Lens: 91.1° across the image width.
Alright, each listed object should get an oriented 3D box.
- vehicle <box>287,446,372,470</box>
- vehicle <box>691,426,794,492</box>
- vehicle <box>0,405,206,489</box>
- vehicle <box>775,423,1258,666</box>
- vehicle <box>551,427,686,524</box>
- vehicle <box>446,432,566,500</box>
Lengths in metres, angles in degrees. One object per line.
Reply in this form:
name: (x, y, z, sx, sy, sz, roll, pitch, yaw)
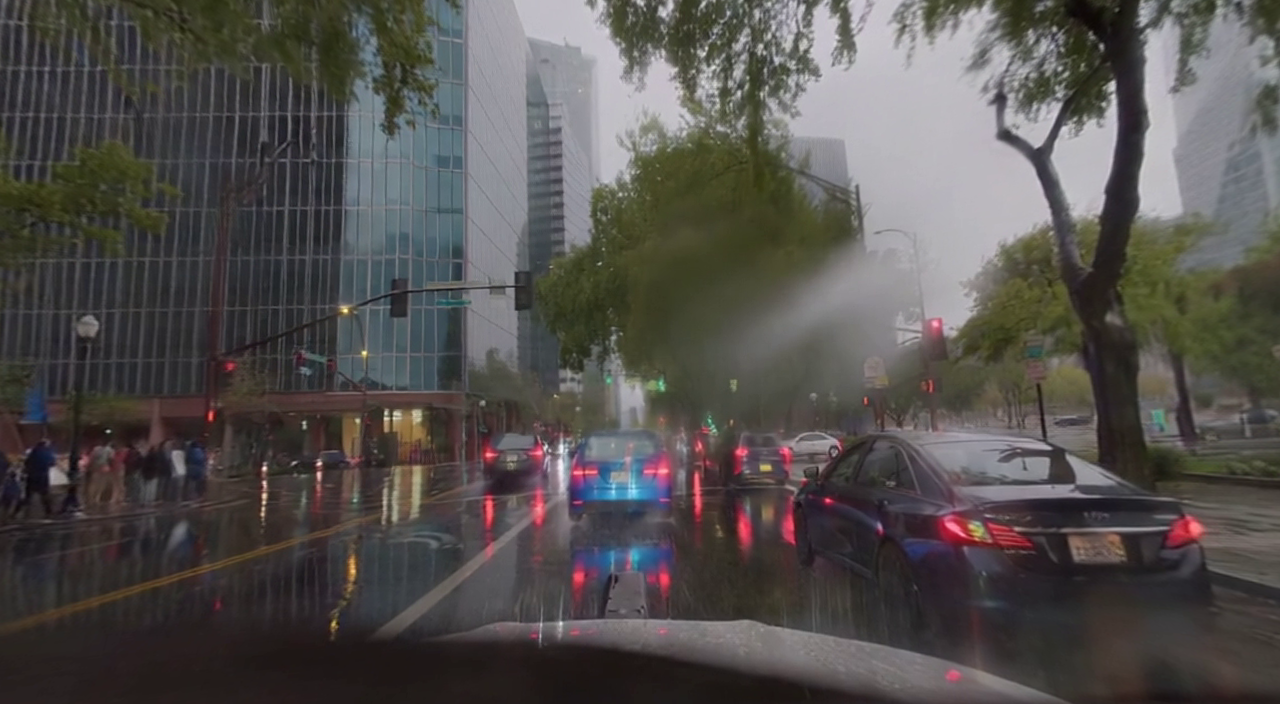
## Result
vehicle: (-19.304, 6.565, 39.060, 4.531, 1.427, 1.957, -2, -9, 16)
vehicle: (2.878, 3.144, 18.791, 2.234, 1.723, 4.486, 0, -8, -1)
vehicle: (-25.647, 4.344, 28.814, 8.989, 3.623, 2.884, 0, -8, -2)
vehicle: (2.756, 1.482, 5.971, 1.952, 1.464, 4.165, 0, -8, -1)
vehicle: (-0.362, 2.205, 11.739, 2.072, 1.476, 4.078, 0, -8, -1)
vehicle: (-3.234, 2.853, 16.137, 2.068, 1.513, 4.221, 0, -8, 1)
